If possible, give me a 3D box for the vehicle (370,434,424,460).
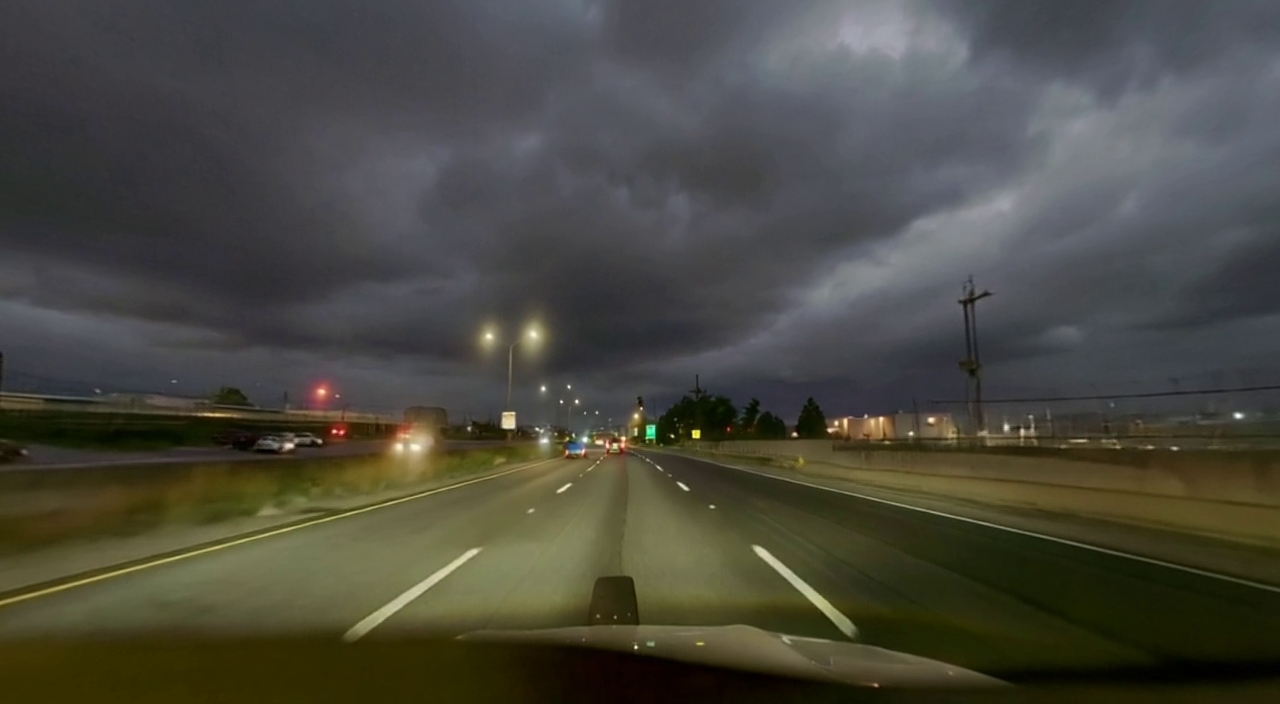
[{"bbox_3d":[-15.702,6.156,40.868,1.882,1.538,4.369,0,-8,-2],"label":"vehicle"}]
